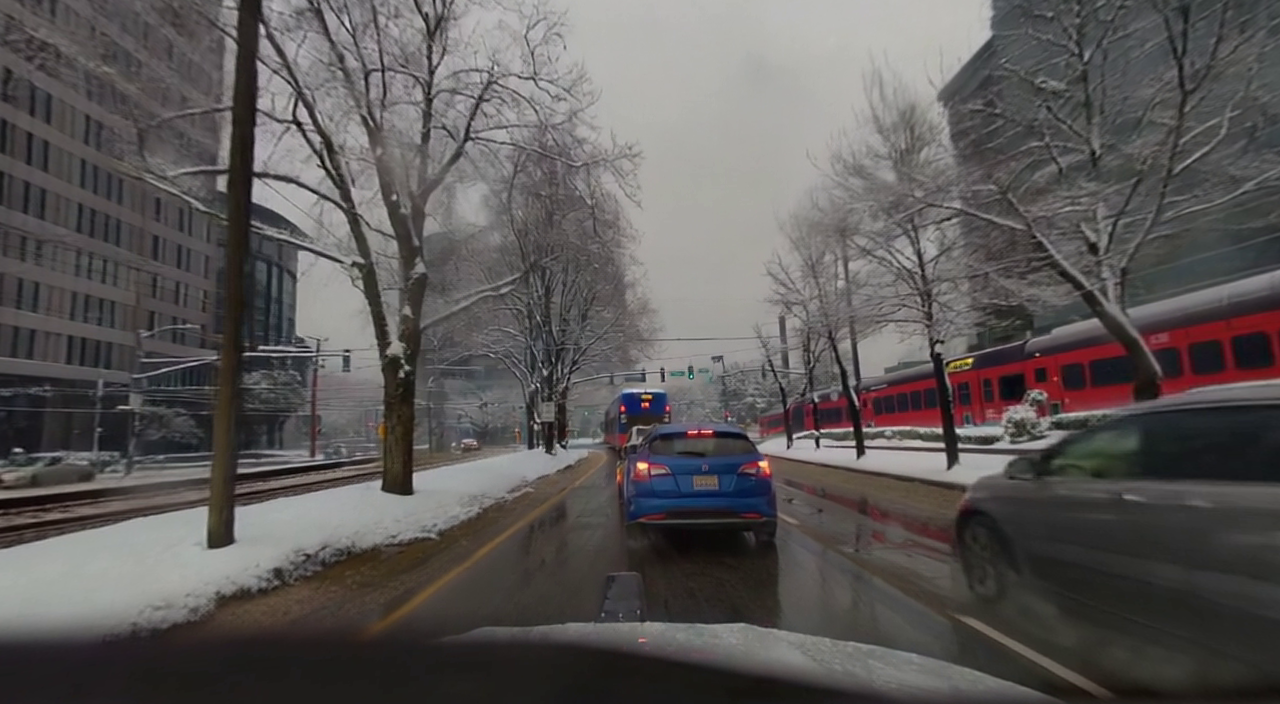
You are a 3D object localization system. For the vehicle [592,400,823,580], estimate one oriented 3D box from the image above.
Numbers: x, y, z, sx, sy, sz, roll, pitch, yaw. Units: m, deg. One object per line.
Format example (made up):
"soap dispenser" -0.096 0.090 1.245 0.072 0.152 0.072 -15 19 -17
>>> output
"vehicle" 0.550 1.610 8.064 2.190 1.684 4.084 0 -9 -3

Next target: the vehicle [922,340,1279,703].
"vehicle" 3.846 0.962 3.676 2.212 1.709 4.715 0 -9 0

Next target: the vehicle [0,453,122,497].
"vehicle" -23.057 4.700 24.379 1.900 1.465 4.781 0 -9 0
